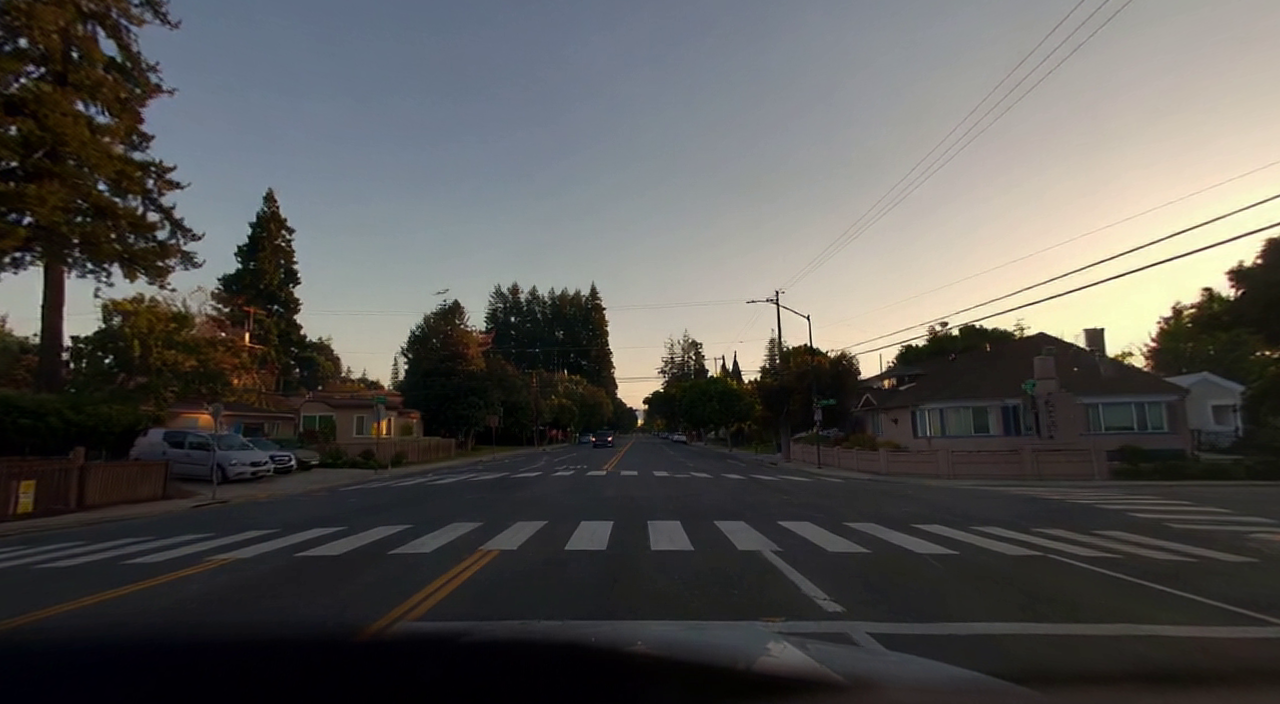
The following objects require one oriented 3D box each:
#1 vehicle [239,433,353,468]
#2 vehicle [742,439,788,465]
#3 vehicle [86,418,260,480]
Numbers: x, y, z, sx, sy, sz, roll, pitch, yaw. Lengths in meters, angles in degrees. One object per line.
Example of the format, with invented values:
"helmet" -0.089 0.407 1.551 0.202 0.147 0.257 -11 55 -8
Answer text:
"vehicle" -17.952 5.154 33.141 4.743 1.734 1.994 0 -9 0
"vehicle" 8.002 6.477 40.864 2.029 1.554 4.705 0 -9 1
"vehicle" -17.920 3.759 24.482 4.800 2.259 2.303 0 -9 -1
